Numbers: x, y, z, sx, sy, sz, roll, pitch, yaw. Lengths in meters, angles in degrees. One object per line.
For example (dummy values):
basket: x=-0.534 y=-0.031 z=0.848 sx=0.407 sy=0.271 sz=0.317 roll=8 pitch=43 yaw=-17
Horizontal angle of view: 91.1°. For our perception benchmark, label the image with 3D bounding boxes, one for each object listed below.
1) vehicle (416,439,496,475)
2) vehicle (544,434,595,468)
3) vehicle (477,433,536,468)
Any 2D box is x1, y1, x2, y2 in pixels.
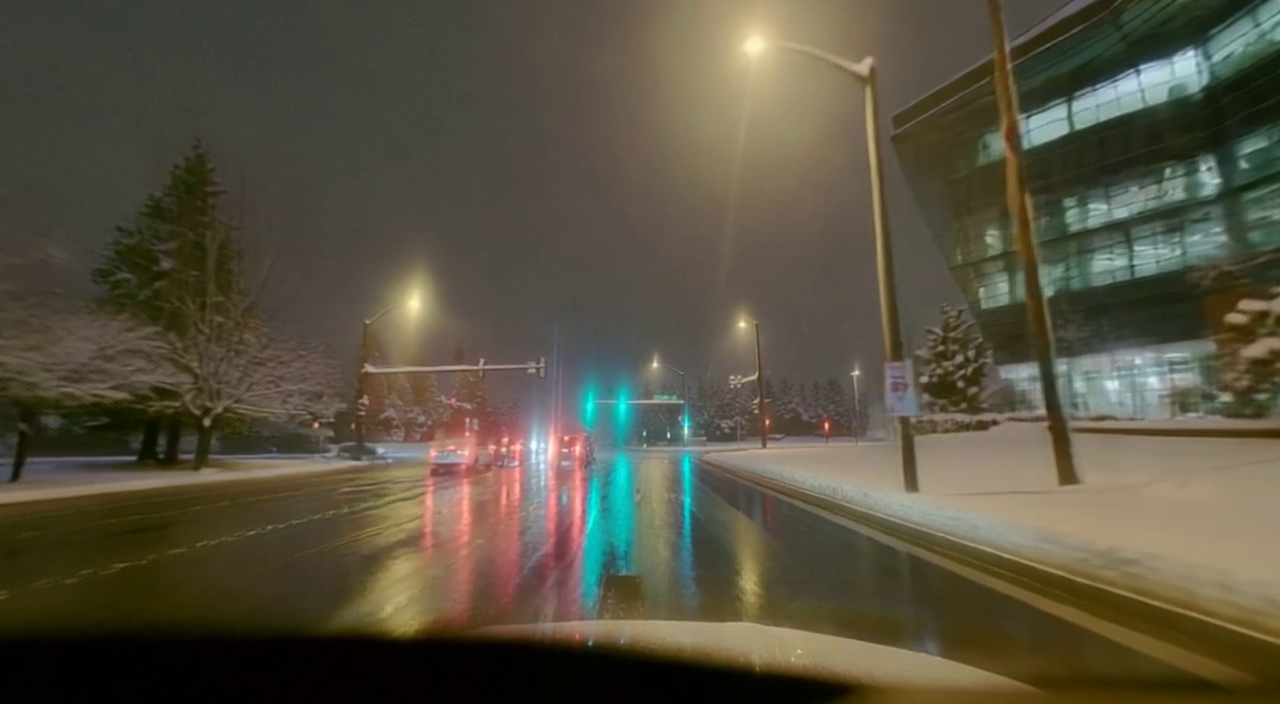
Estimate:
vehicle: x=-7.938 y=4.571 z=27.548 sx=2.030 sy=1.440 sz=4.464 roll=0 pitch=-8 yaw=2
vehicle: x=-3.628 y=5.176 z=32.934 sx=2.043 sy=1.636 sz=4.320 roll=0 pitch=-8 yaw=2
vehicle: x=-7.470 y=5.582 z=35.762 sx=2.152 sy=1.813 sz=4.751 roll=0 pitch=-8 yaw=2
